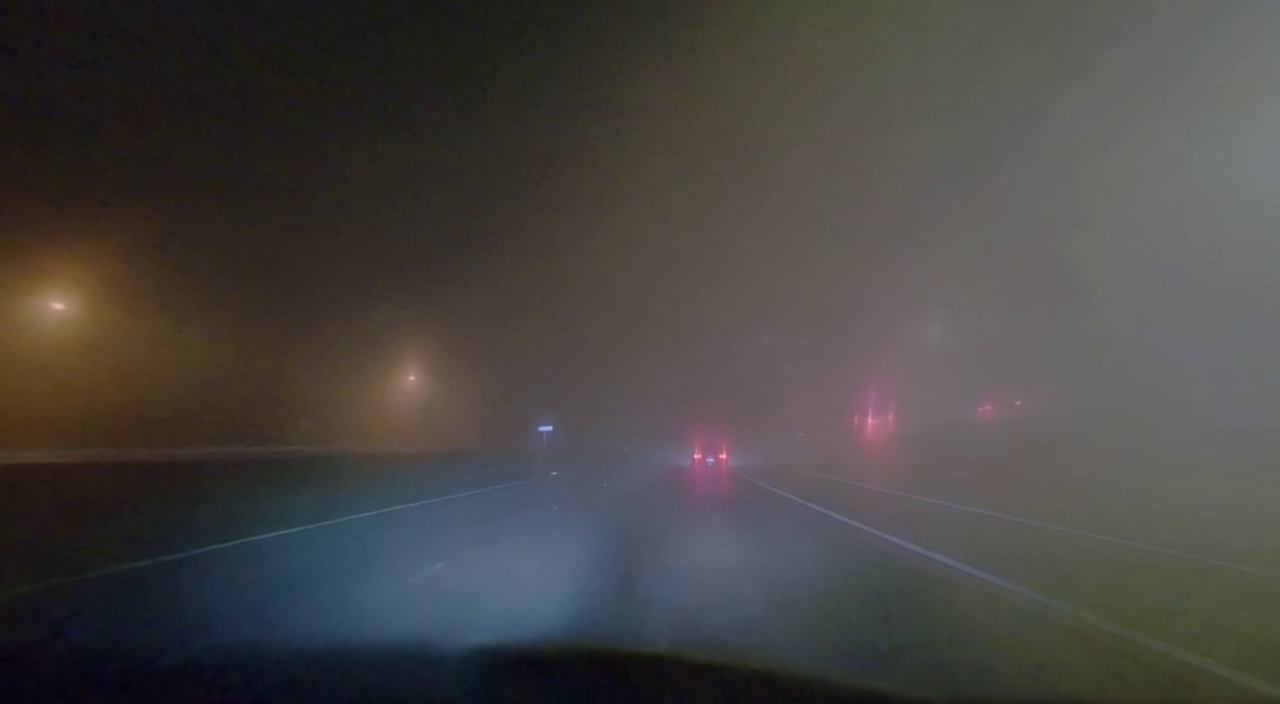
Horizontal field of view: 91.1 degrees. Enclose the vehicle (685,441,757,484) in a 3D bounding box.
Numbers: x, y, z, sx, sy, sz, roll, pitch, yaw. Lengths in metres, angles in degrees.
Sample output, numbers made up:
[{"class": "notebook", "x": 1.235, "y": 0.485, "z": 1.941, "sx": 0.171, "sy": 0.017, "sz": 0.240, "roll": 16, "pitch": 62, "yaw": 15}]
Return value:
[{"class": "vehicle", "x": 2.850, "y": 4.014, "z": 23.163, "sx": 2.124, "sy": 1.405, "sz": 4.398, "roll": 0, "pitch": -8, "yaw": 1}]
